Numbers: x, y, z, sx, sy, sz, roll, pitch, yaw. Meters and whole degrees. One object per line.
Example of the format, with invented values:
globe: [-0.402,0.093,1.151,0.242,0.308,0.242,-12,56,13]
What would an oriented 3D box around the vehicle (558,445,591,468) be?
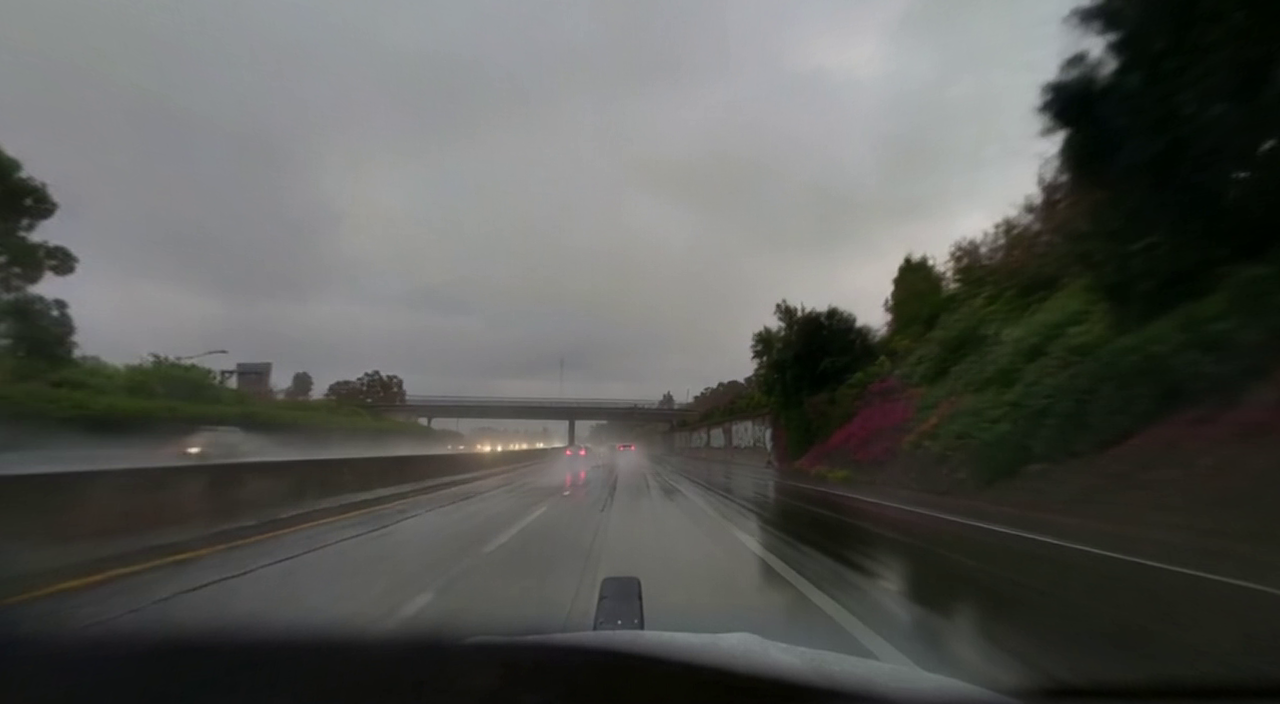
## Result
vehicle: [-4.342,6.974,42.192,1.871,1.459,3.771,0,-9,-1]
